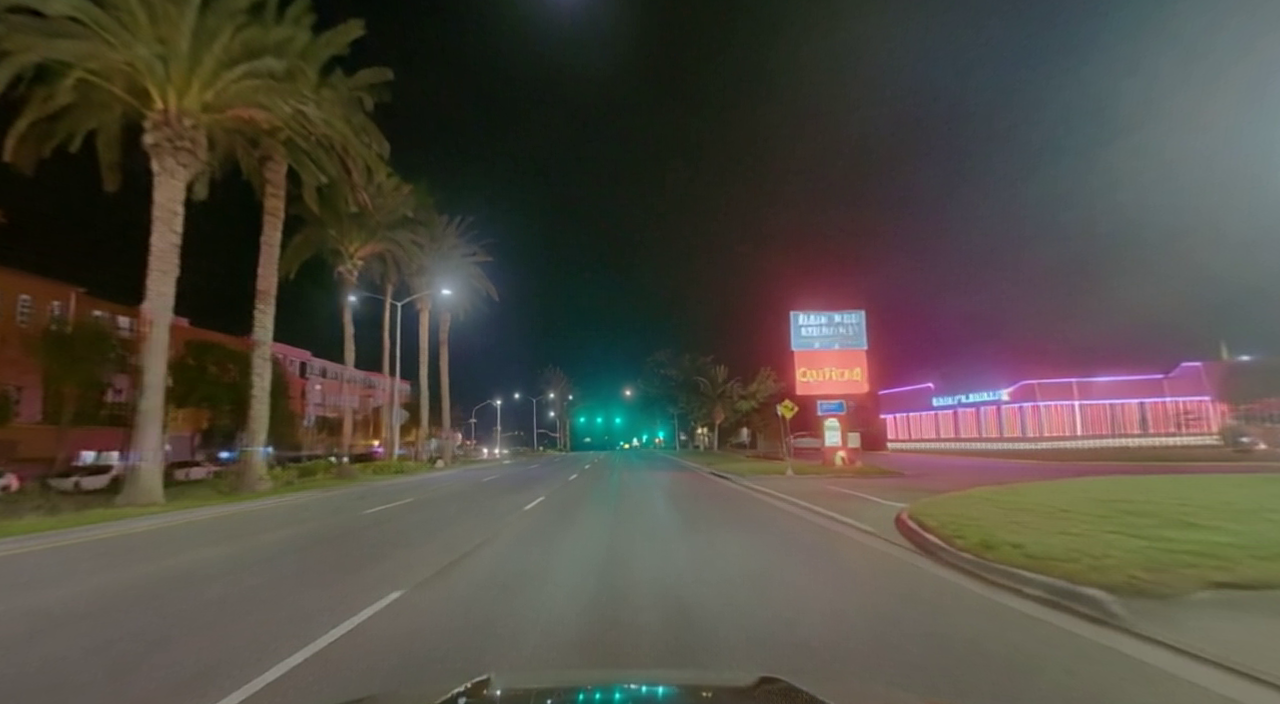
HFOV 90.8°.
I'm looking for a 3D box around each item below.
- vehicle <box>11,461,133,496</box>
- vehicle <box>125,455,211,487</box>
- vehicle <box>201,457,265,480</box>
[{"bbox_3d":[-27.622,6.155,30.970,1.807,1.446,4.605,0,-9,-2],"label":"vehicle"},{"bbox_3d":[-27.795,6.984,37.381,1.938,1.667,4.364,0,-9,-4],"label":"vehicle"},{"bbox_3d":[-28.082,8.037,43.778,1.771,1.494,4.088,0,-9,-1],"label":"vehicle"}]
